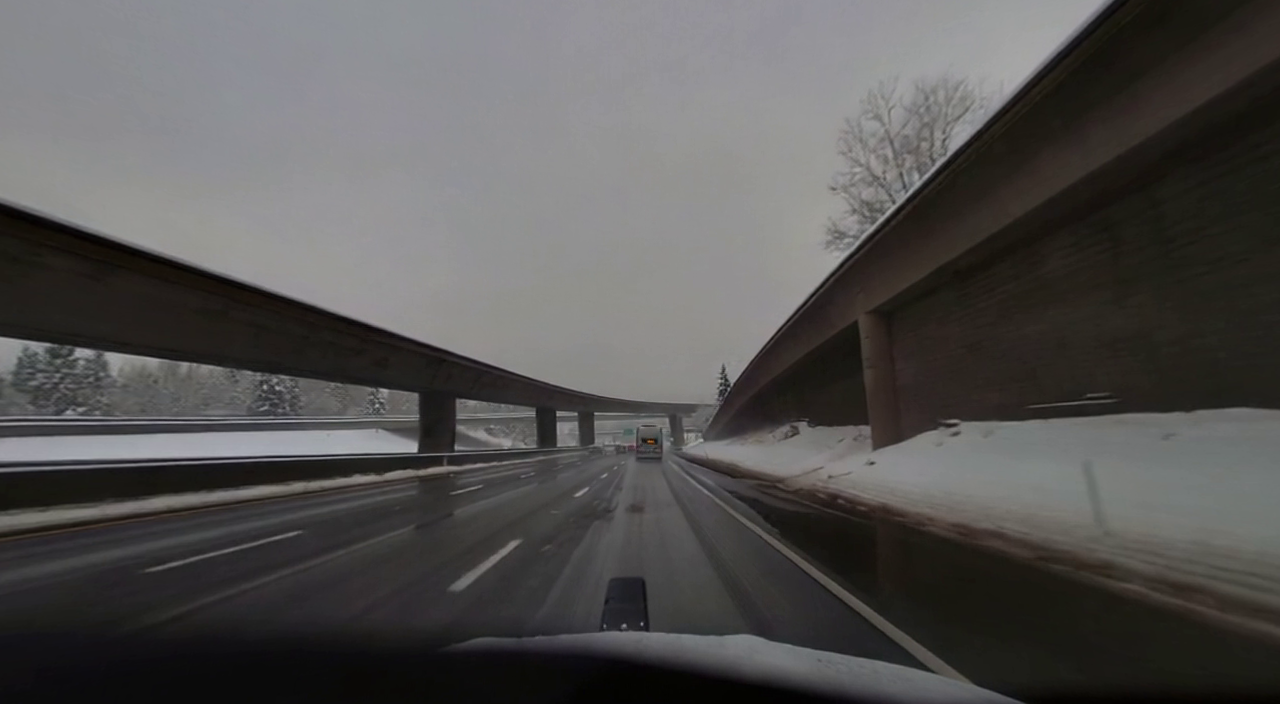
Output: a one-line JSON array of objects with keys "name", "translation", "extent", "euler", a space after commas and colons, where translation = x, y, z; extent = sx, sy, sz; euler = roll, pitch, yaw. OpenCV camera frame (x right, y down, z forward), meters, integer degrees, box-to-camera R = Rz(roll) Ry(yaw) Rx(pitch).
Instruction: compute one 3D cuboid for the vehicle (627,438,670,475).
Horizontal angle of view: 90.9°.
[{"name": "vehicle", "translation": [0.373, 5.277, 32.043], "extent": [2.052, 1.711, 4.223], "euler": [0, -9, 0]}]
